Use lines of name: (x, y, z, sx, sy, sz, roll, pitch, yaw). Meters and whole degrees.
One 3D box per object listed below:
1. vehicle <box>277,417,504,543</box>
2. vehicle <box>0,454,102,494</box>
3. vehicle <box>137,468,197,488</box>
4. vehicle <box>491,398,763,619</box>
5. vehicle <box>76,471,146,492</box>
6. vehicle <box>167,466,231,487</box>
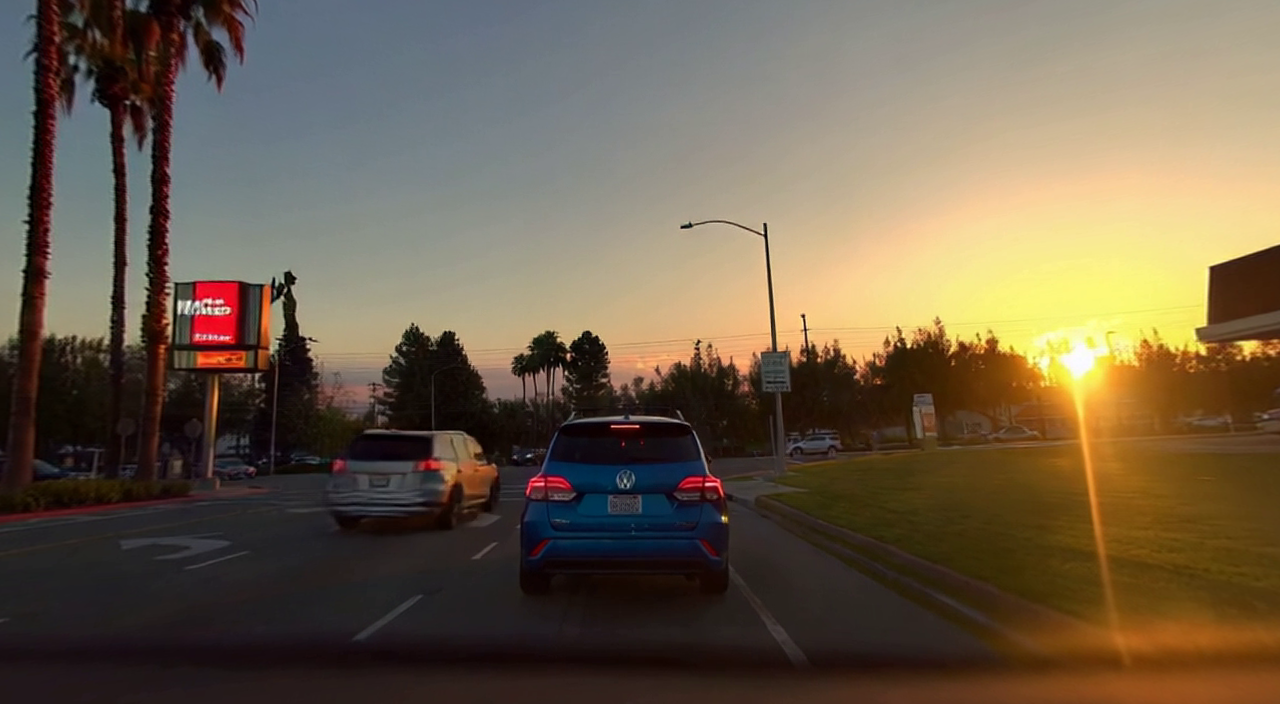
vehicle: (-4.024, 2.155, 11.285, 2.181, 1.771, 4.567, 0, -9, 0)
vehicle: (-28.089, 5.564, 29.025, 4.584, 1.714, 2.186, 4, -10, -28)
vehicle: (-35.612, 9.479, 47.660, 1.641, 1.375, 3.640, 0, -9, 0)
vehicle: (-0.140, 1.526, 7.027, 2.137, 1.728, 3.926, 0, -9, -1)
vehicle: (-39.925, 9.765, 47.825, 1.602, 1.400, 4.220, 0, -9, 1)
vehicle: (-33.271, 9.392, 47.789, 1.792, 1.439, 3.952, -1, -9, 3)
